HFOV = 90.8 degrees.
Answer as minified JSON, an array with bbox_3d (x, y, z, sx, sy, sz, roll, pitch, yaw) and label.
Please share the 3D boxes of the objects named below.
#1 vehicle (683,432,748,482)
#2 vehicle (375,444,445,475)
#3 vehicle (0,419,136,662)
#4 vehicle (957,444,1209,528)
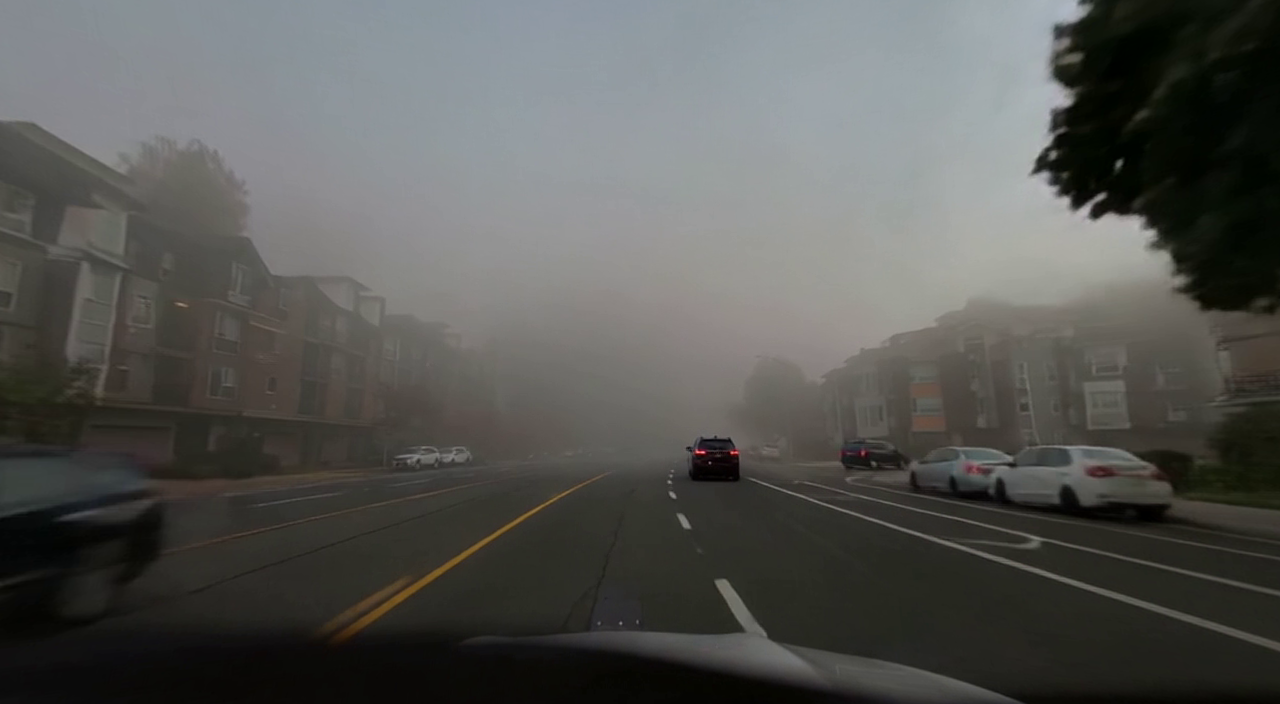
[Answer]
[{"bbox_3d":[2.883,4.106,25.022,2.085,1.763,4.490,0,-8,1],"label":"vehicle"},{"bbox_3d":[-16.219,7.560,44.967,2.239,1.926,6.159,-2,-8,5],"label":"vehicle"},{"bbox_3d":[-4.985,1.006,2.779,1.958,1.501,4.294,0,-8,0],"label":"vehicle"},{"bbox_3d":[9.146,2.748,13.732,1.996,1.474,4.771,0,-8,0],"label":"vehicle"}]
